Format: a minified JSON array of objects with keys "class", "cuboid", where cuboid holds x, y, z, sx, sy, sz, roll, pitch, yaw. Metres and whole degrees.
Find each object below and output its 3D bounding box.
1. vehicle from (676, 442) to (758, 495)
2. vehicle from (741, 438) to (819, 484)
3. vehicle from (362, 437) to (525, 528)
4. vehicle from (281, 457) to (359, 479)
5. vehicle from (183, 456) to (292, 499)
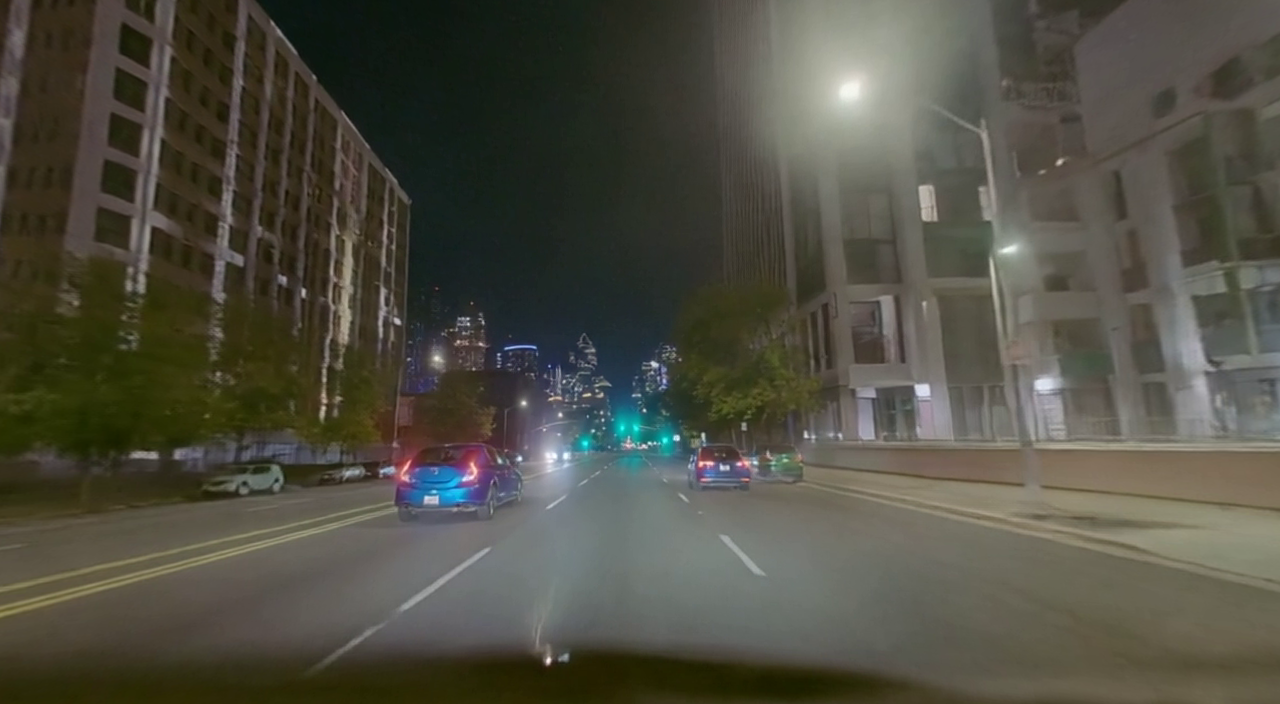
[{"class":"vehicle","cuboid":[2.318,3.654,20.280,1.978,1.471,4.426,0,-9,-1]},{"class":"vehicle","cuboid":[5.919,4.667,27.457,2.085,1.782,5.258,0,-9,-1]},{"class":"vehicle","cuboid":[-3.744,2.544,12.916,2.062,1.527,4.044,0,-9,0]},{"class":"vehicle","cuboid":[-24.182,8.779,47.877,4.816,1.482,1.995,-1,-9,3]},{"class":"vehicle","cuboid":[-18.205,5.651,28.871,2.003,1.699,4.524,-2,-9,-1]}]
